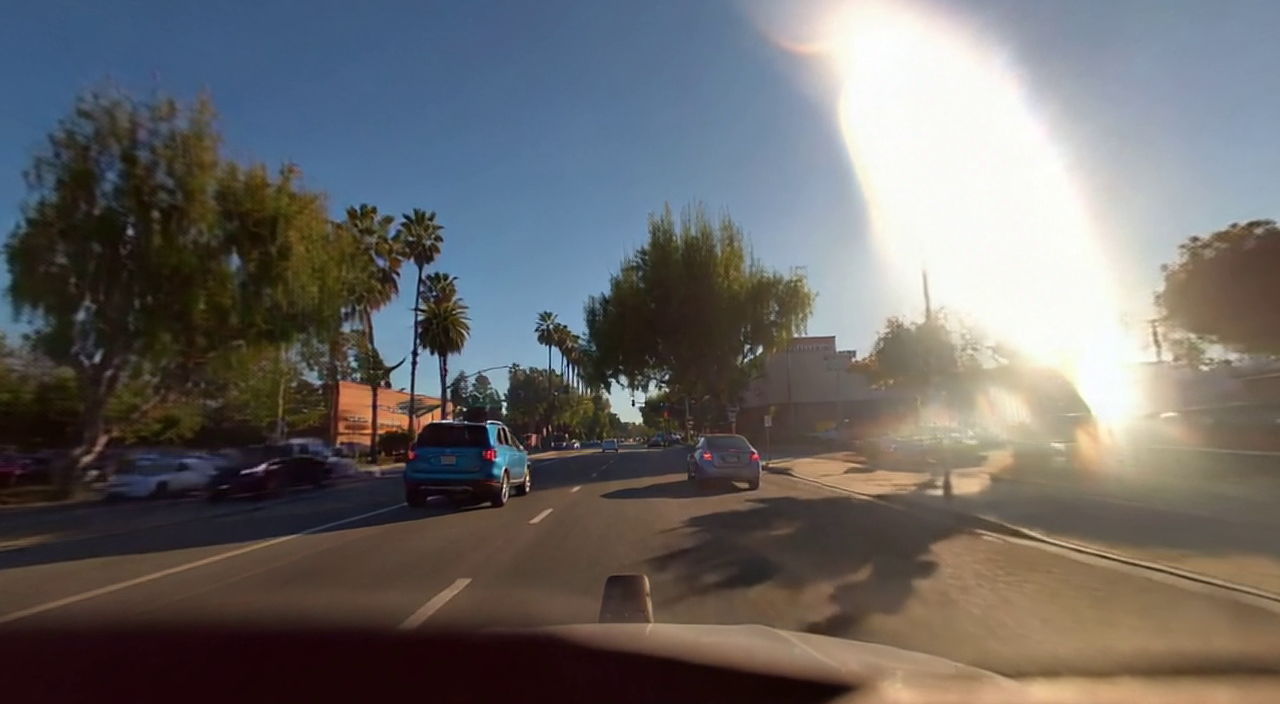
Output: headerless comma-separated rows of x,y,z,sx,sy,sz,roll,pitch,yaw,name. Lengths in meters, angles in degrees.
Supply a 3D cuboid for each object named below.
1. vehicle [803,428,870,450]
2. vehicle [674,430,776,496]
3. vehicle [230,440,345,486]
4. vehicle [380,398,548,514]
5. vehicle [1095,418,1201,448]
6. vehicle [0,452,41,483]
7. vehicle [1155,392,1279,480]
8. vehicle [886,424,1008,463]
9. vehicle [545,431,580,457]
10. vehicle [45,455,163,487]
14.956,6.699,48.248,4.680,1.506,2.017,-3,-10,14,vehicle
2.061,2.862,16.635,1.919,1.472,4.470,0,-8,-2,vehicle
-14.133,4.454,25.635,1.942,1.645,4.538,0,-9,1,vehicle
-3.389,2.143,13.264,2.152,1.987,4.527,0,-8,1,vehicle
25.753,4.122,32.044,3.833,1.455,1.927,1,-8,-6,vehicle
-37.025,6.834,37.230,4.176,1.572,1.916,-9,-9,41,vehicle
12.979,1.613,12.097,1.887,1.630,4.705,1,-8,-6,vehicle
11.904,3.593,24.627,1.874,1.386,3.745,6,-11,-36,vehicle
-6.026,7.207,49.325,2.157,1.942,4.210,0,-8,1,vehicle
-26.762,5.922,31.546,2.011,1.395,4.238,-8,-12,44,vehicle
